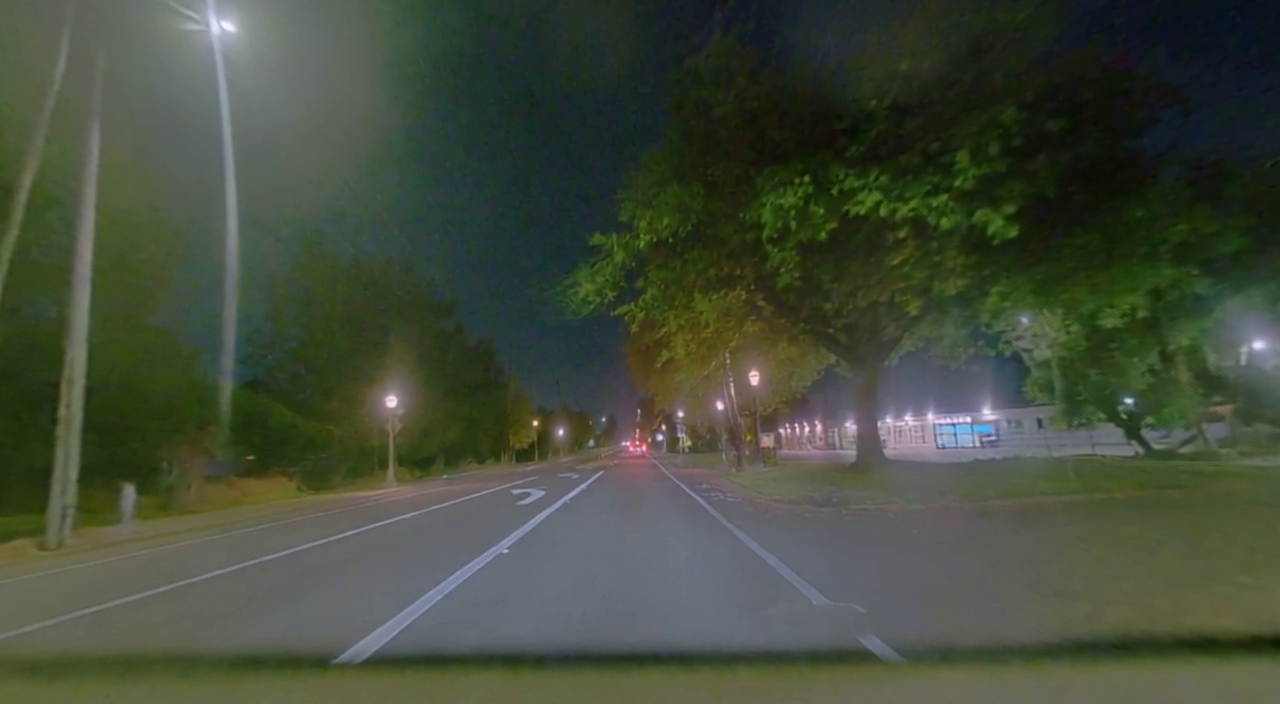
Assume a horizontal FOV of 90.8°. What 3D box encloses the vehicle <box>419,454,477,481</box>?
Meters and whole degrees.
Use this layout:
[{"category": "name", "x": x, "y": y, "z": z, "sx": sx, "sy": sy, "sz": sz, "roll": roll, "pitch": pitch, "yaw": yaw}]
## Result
[{"category": "vehicle", "x": -11.607, "y": 6.889, "z": 37.991, "sx": 2.061, "sy": 1.475, "sz": 4.357, "roll": 6, "pitch": -10, "yaw": -33}]
